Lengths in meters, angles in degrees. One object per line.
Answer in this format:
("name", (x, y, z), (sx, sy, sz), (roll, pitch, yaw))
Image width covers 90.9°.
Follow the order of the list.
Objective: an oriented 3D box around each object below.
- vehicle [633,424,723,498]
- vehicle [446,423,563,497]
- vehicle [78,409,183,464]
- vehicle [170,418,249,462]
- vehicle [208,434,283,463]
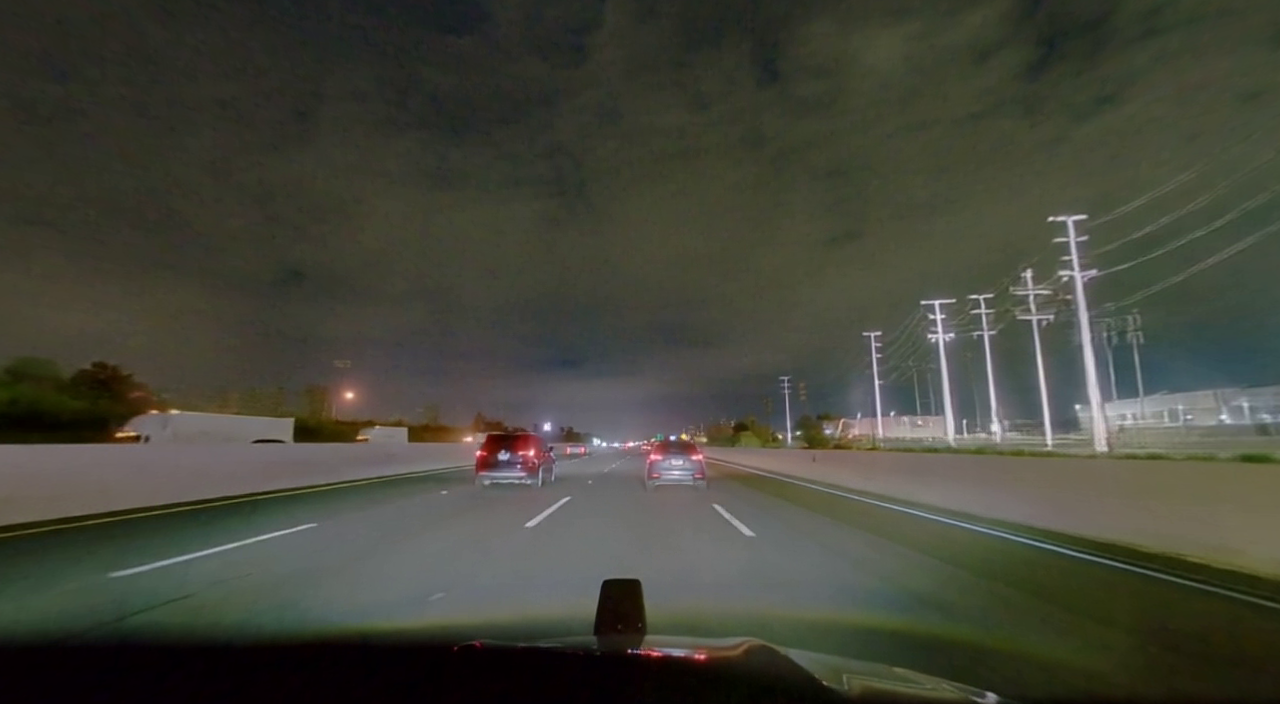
("vehicle", (0.941, 2.883, 16.973), (2.134, 1.733, 4.049), (0, -8, 1))
("vehicle", (-3.540, 2.922, 17.445), (2.125, 1.764, 4.393), (0, -8, 1))
("vehicle", (-35.688, 5.951, 44.413), (3.285, 3.567, 4.773), (-1, -8, -1))
("vehicle", (-31.894, 6.555, 46.917), (2.867, 3.154, 4.023), (0, -8, -1))
("vehicle", (-22.993, 5.638, 36.936), (1.964, 1.561, 3.688), (0, -8, 1))
